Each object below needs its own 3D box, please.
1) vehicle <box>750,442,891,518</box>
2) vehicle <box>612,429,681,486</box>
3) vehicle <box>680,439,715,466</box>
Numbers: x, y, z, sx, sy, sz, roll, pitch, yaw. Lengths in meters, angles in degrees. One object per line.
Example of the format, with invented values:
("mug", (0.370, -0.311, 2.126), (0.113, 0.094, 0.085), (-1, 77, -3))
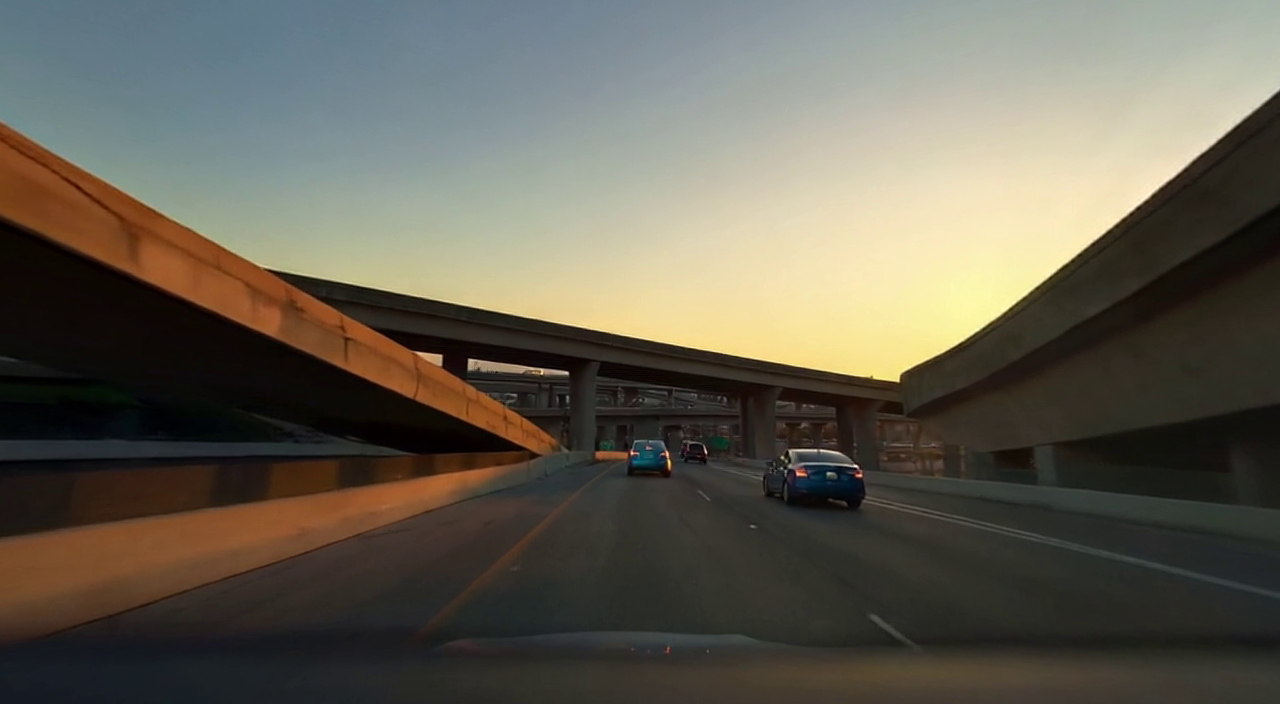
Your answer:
("vehicle", (3.987, 2.870, 14.693), (2.047, 1.500, 4.017), (0, -9, -1))
("vehicle", (0.211, 3.790, 22.968), (2.264, 1.841, 4.583), (0, -8, 0))
("vehicle", (3.824, 6.771, 42.569), (2.047, 1.700, 4.069), (0, -8, 0))
